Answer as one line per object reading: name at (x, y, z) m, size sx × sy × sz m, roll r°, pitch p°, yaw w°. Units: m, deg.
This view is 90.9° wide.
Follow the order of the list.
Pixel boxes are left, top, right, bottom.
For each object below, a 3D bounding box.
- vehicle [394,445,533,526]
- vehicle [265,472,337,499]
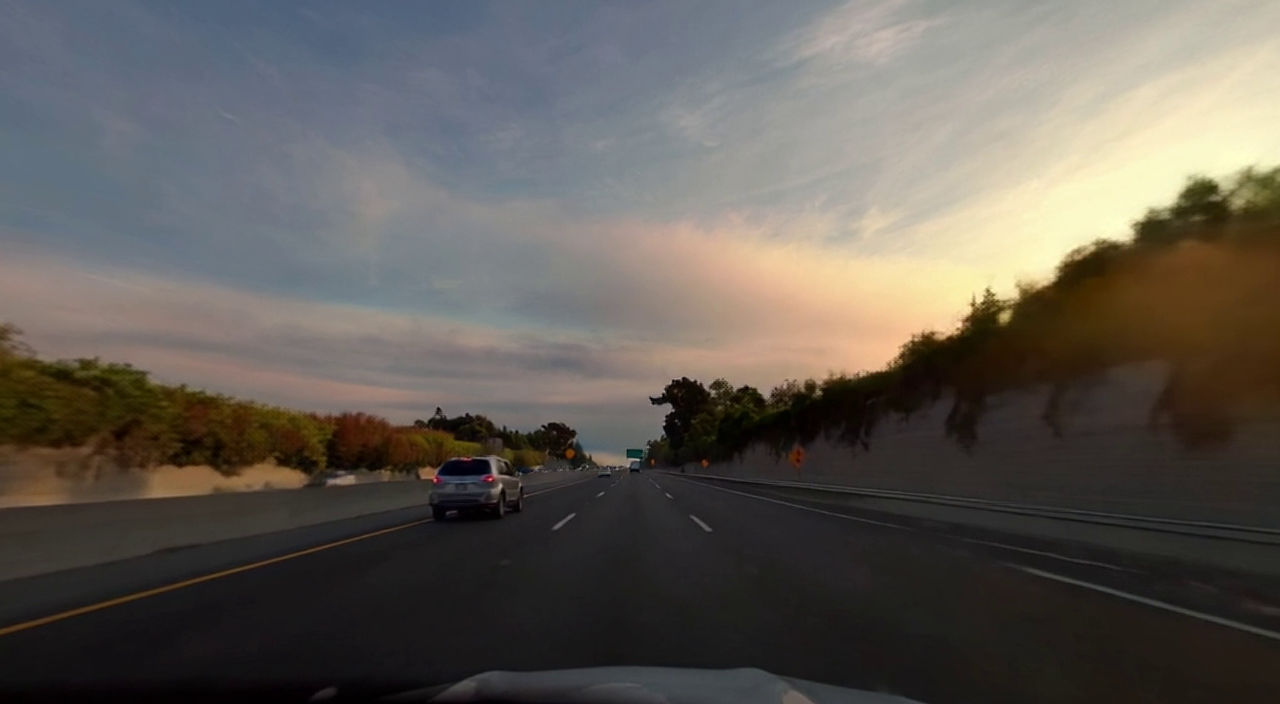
vehicle at (-4.322, 3.407, 16.428) m, size 2.178 × 1.736 × 4.847 m, roll 1°, pitch -10°, yaw 0°
vehicle at (-20.492, 8.068, 38.282) m, size 2.001 × 1.506 × 4.156 m, roll 1°, pitch -10°, yaw 1°
